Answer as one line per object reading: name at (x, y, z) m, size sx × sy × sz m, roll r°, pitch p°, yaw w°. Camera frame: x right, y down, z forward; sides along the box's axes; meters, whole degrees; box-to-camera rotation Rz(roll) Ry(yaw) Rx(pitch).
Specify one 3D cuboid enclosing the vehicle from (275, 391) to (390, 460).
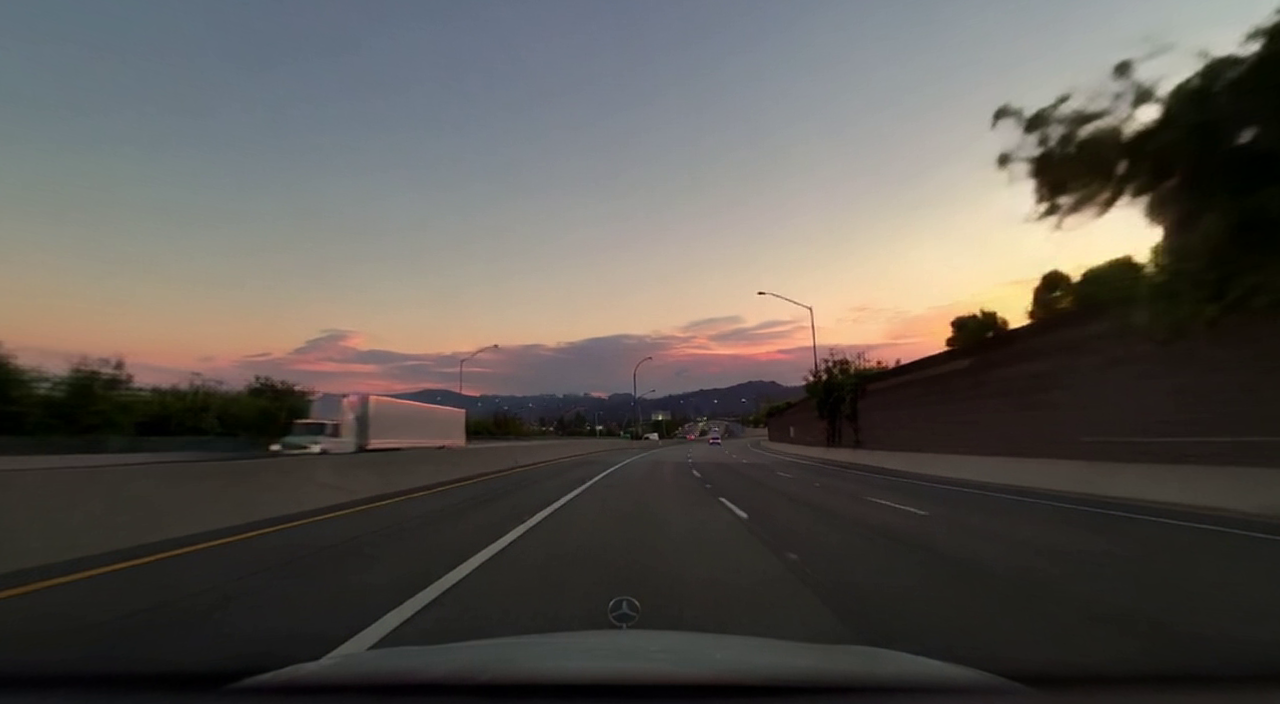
vehicle at (-18.218, 4.518, 37.980) m, size 3.059 × 3.764 × 6.795 m, roll 0°, pitch -8°, yaw 4°
